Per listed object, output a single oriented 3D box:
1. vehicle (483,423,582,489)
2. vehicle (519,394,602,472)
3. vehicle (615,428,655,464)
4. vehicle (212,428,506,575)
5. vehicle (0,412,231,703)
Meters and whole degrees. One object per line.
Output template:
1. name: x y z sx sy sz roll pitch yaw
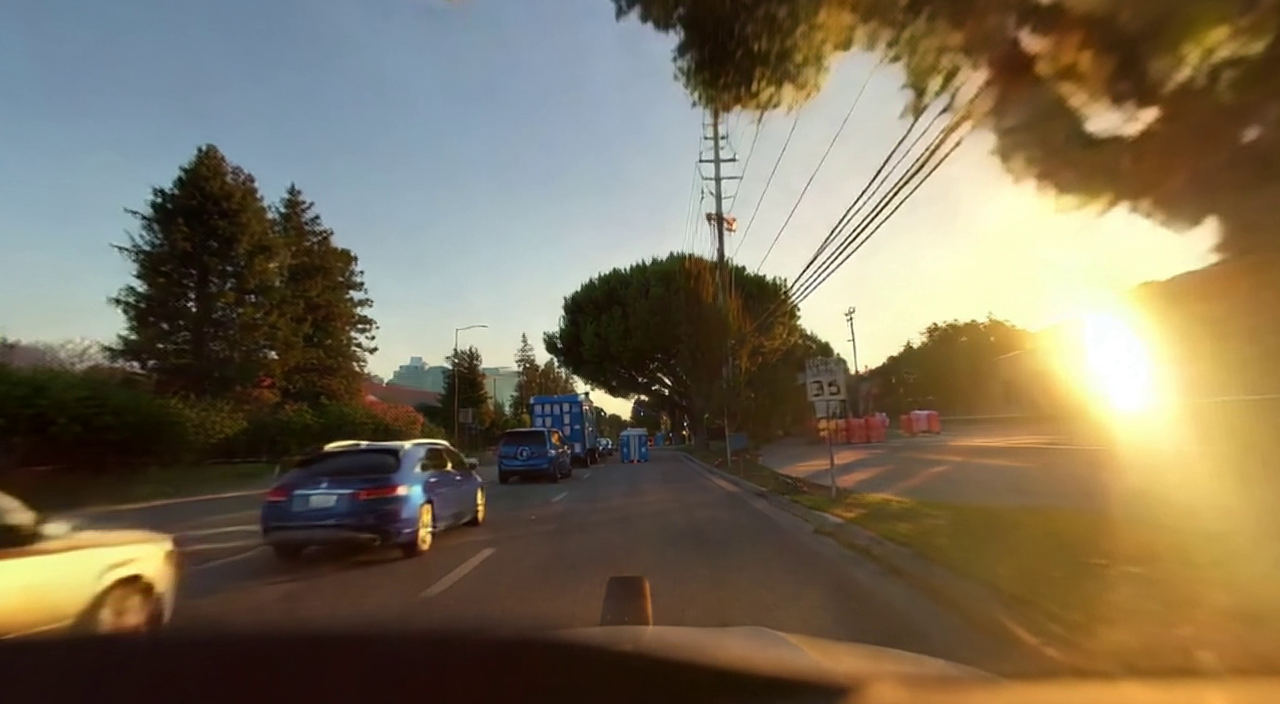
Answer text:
1. vehicle: -3.218 3.230 19.971 2.187 1.821 4.748 0 -8 2
2. vehicle: -3.708 4.086 31.538 3.120 3.393 7.945 0 -8 0
3. vehicle: -0.285 5.238 35.173 2.117 1.861 4.095 0 -8 -1
4. vehicle: -3.327 1.842 8.677 1.966 1.466 4.473 0 -8 0
5. vehicle: -3.624 0.877 1.710 1.972 1.486 4.547 0 -8 0
